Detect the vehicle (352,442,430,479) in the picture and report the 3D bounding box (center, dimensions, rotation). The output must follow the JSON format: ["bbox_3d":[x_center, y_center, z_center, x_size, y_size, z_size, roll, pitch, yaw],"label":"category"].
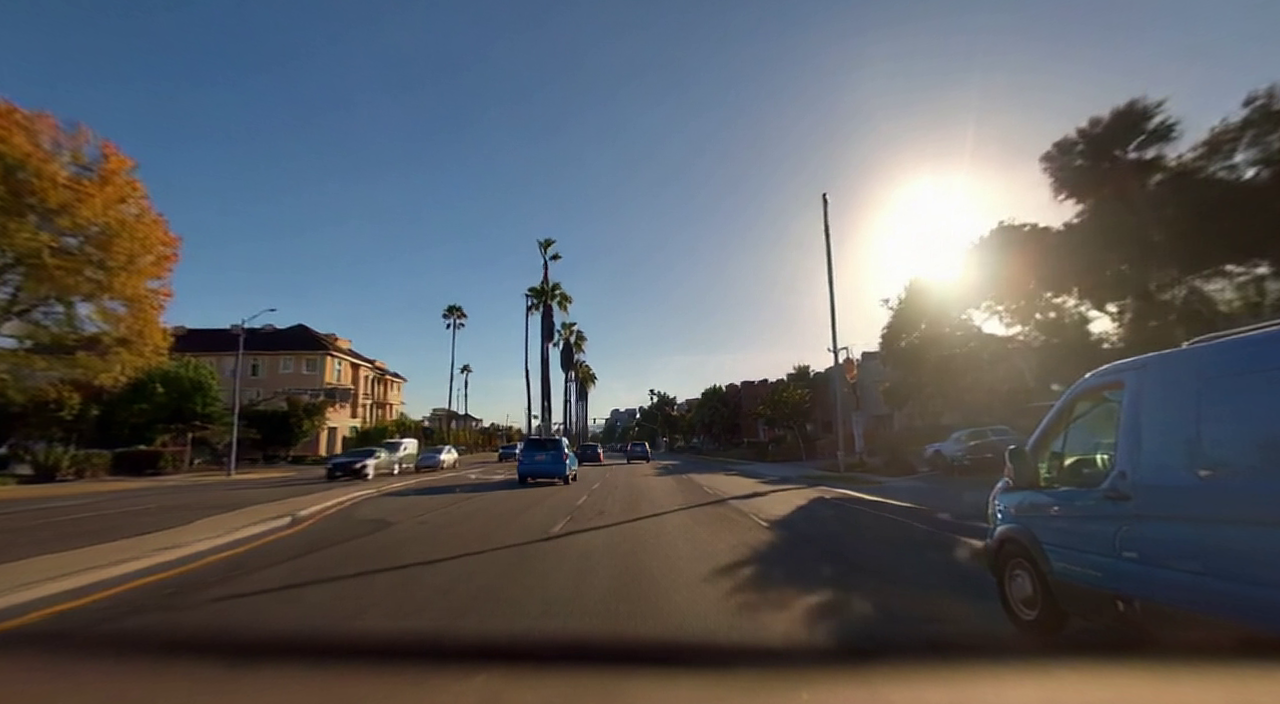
[{"bbox_3d":[-12.090,5.285,31.009,1.989,1.631,4.500,0,-9,0],"label":"vehicle"}]

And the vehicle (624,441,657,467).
[{"bbox_3d":[0.002,7.223,44.753,2.191,1.761,3.857,0,-9,-2],"label":"vehicle"}]

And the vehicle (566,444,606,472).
[{"bbox_3d":[-2.994,5.987,35.804,1.869,1.454,4.142,0,-9,0],"label":"vehicle"}]

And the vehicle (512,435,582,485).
[{"bbox_3d":[-3.437,4.086,24.176,1.967,1.703,4.157,0,-9,1],"label":"vehicle"}]

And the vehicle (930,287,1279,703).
[{"bbox_3d":[3.569,0.788,2.843,2.234,1.912,4.847,0,-9,1],"label":"vehicle"}]
